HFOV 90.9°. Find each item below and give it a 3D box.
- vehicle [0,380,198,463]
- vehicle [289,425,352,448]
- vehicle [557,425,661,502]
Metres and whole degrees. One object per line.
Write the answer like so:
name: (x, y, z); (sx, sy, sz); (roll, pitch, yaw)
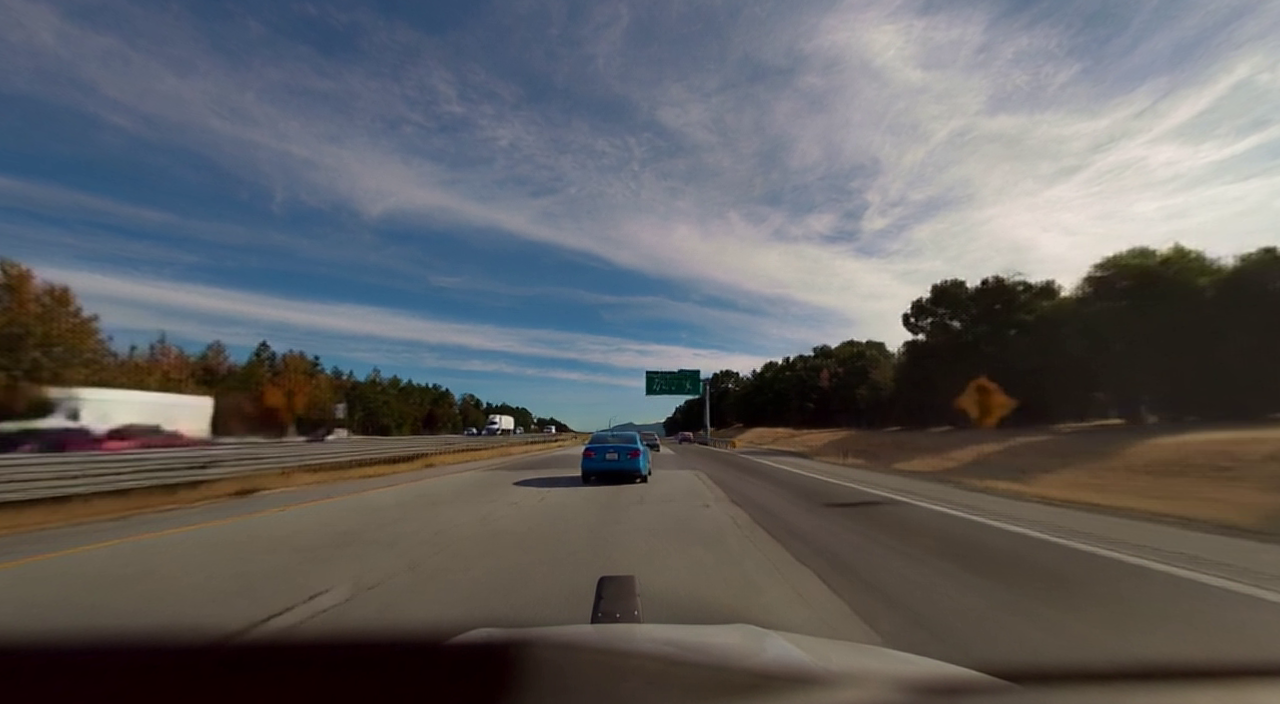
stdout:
vehicle: (-18.294, 2.373, 21.075); (2.267, 2.355, 6.194); (0, -7, 2)
vehicle: (-21.443, 5.685, 42.509); (1.760, 1.435, 4.465); (0, -7, 2)
vehicle: (-0.524, 2.394, 14.120); (1.977, 1.443, 4.225); (0, -7, 2)
